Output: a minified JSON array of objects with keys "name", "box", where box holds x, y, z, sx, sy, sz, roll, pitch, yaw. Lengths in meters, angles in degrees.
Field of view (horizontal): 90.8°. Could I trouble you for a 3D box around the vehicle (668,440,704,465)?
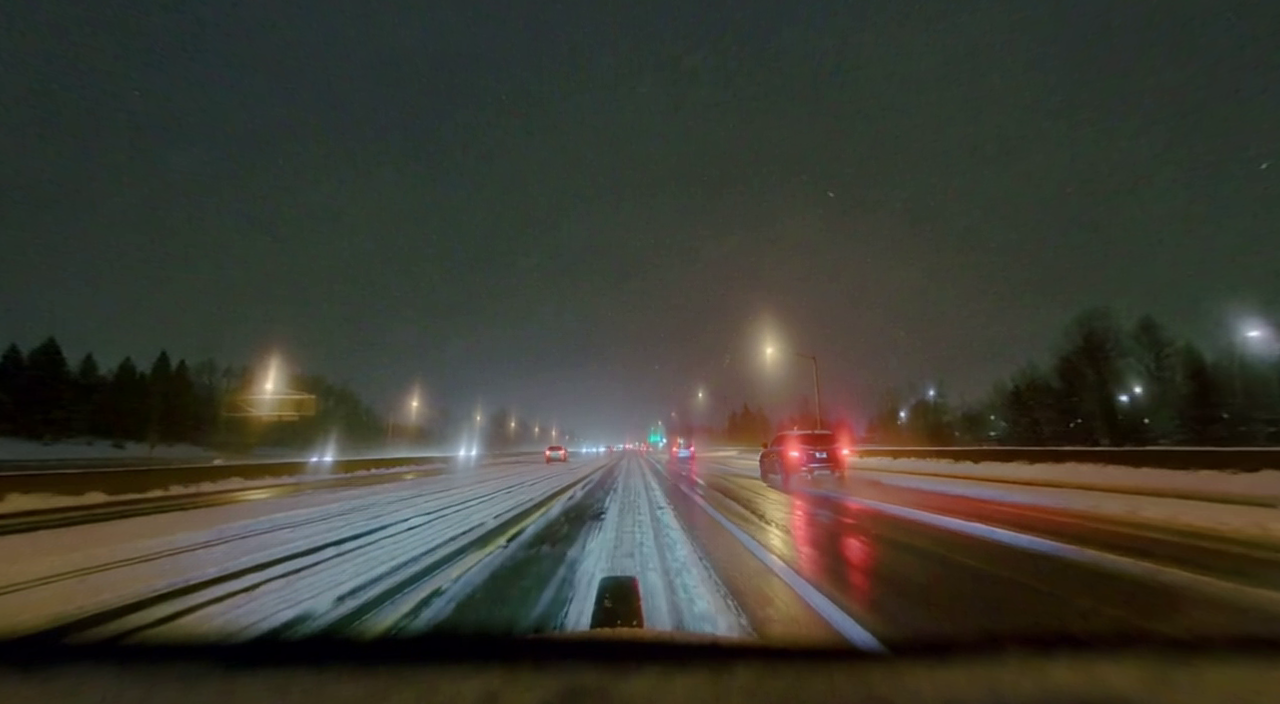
[{"name":"vehicle","box":[3.424,7.643,48.006,2.166,1.770,4.703,0,-9,-2]}]
